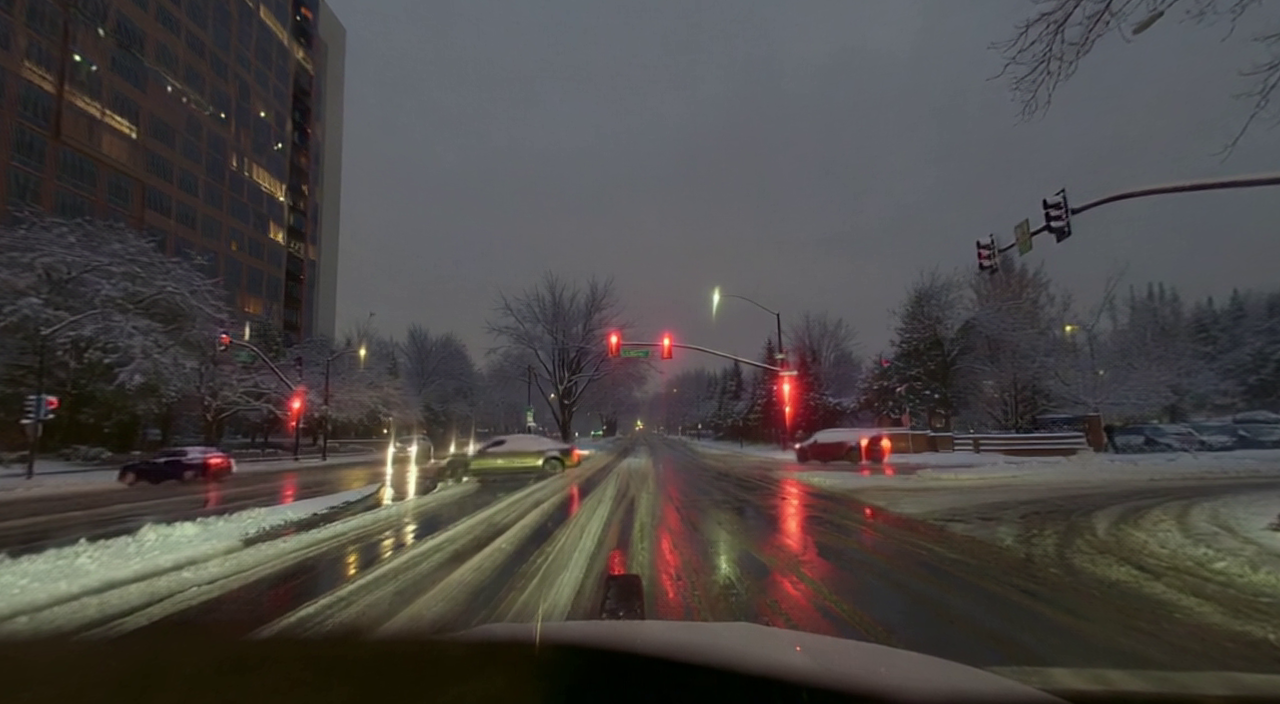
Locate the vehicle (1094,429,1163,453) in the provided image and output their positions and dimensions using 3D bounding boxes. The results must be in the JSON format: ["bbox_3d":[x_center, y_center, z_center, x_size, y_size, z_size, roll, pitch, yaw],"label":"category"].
[{"bbox_3d":[33.227,6.095,43.114,2.090,1.494,4.321,-3,-9,14],"label":"vehicle"}]

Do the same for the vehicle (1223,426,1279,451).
[{"bbox_3d":[42.238,5.737,41.947,2.037,1.614,5.175,0,-8,0],"label":"vehicle"}]

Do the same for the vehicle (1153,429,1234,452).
[{"bbox_3d":[36.550,5.876,41.856,1.726,1.429,4.163,-1,-8,2],"label":"vehicle"}]

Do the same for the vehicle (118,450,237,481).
[{"bbox_3d":[-21.029,5.178,28.851,4.046,1.306,1.719,0,-8,0],"label":"vehicle"}]

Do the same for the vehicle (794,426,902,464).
[{"bbox_3d":[9.992,4.488,30.421,4.571,1.698,1.977,-5,-10,28],"label":"vehicle"}]

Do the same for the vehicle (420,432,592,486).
[{"bbox_3d":[-4.072,3.236,19.426,4.916,1.504,1.846,2,-9,-15],"label":"vehicle"}]
